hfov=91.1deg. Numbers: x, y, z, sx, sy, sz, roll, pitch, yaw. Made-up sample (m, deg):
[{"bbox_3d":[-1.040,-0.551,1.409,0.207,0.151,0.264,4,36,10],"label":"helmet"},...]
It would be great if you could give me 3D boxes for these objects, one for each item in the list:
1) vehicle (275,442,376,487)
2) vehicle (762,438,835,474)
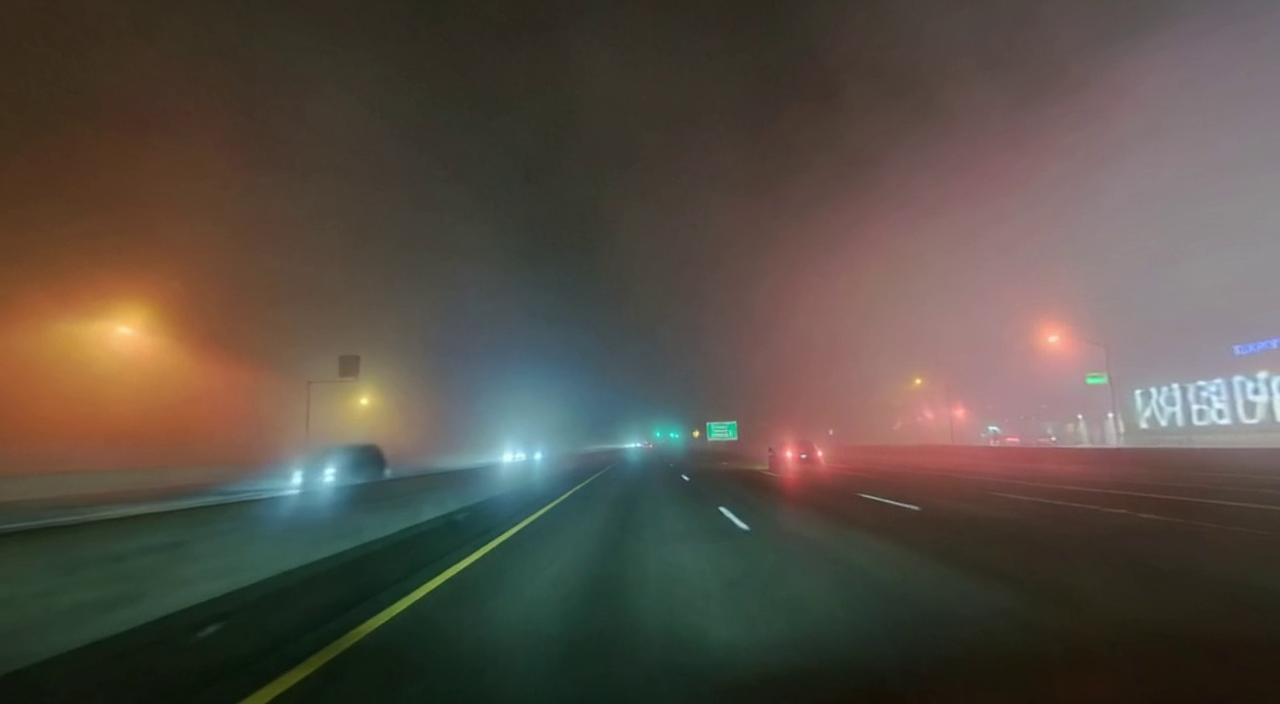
[{"bbox_3d":[-14.222,5.089,28.801,2.056,1.850,4.868,0,-8,1],"label":"vehicle"},{"bbox_3d":[7.305,4.844,29.563,2.079,1.518,5.032,0,-8,-1],"label":"vehicle"}]
